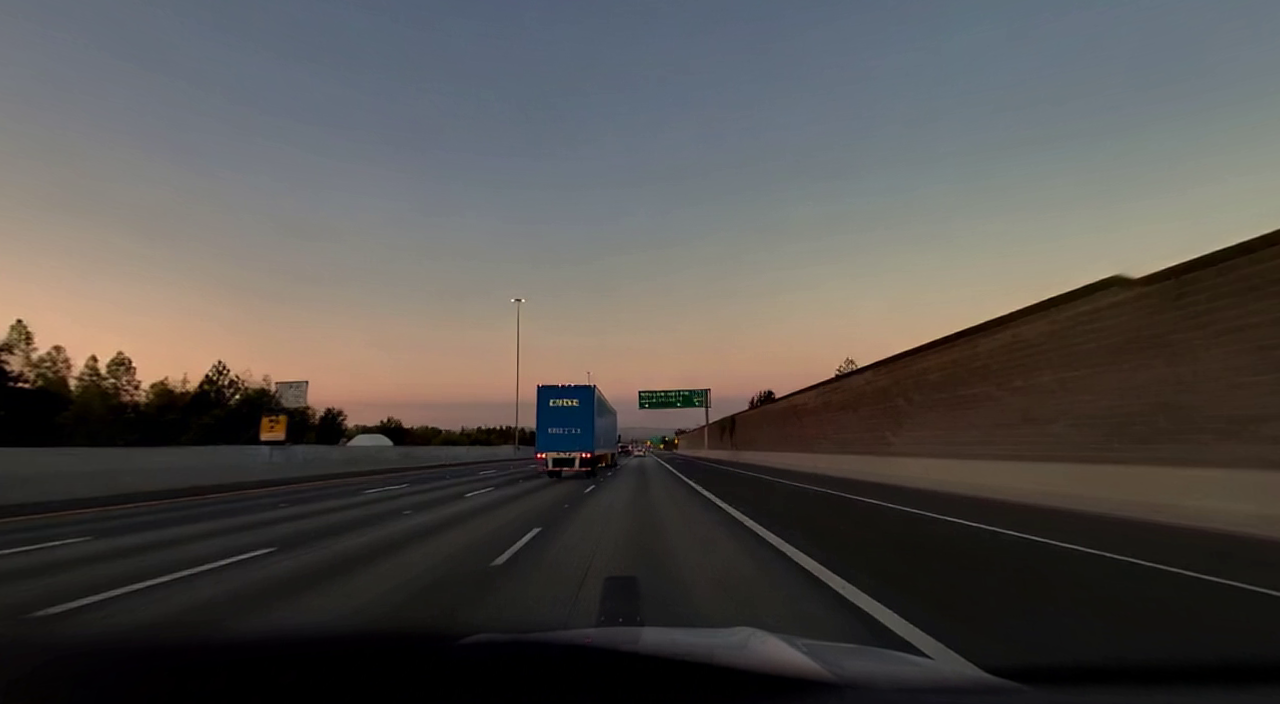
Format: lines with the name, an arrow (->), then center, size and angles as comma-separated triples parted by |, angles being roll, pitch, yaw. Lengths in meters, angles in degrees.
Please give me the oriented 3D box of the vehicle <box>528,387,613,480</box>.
vehicle -> -3.220, 4.336, 32.596 | 3.059, 3.956, 11.036 | 0, -9, 0
